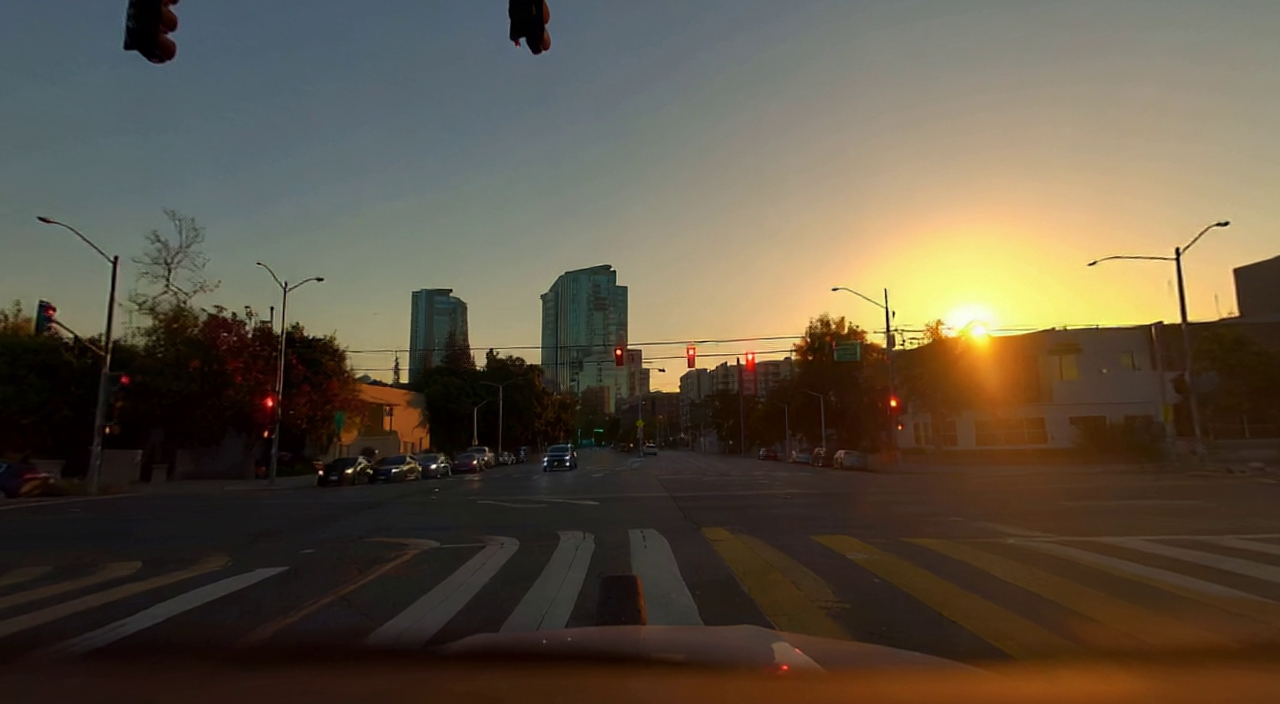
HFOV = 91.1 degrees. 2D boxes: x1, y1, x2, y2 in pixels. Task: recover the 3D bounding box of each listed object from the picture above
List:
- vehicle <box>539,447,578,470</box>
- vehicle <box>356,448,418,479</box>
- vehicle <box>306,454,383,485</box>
[{"bbox_3d":[-5.621,7.435,43.929,2.154,1.501,4.416,0,-9,0],"label":"vehicle"},{"bbox_3d":[-16.188,7.109,40.434,1.960,1.819,5.018,0,-9,-1],"label":"vehicle"},{"bbox_3d":[-16.095,6.386,34.498,2.055,1.506,4.663,0,-9,-1],"label":"vehicle"}]
